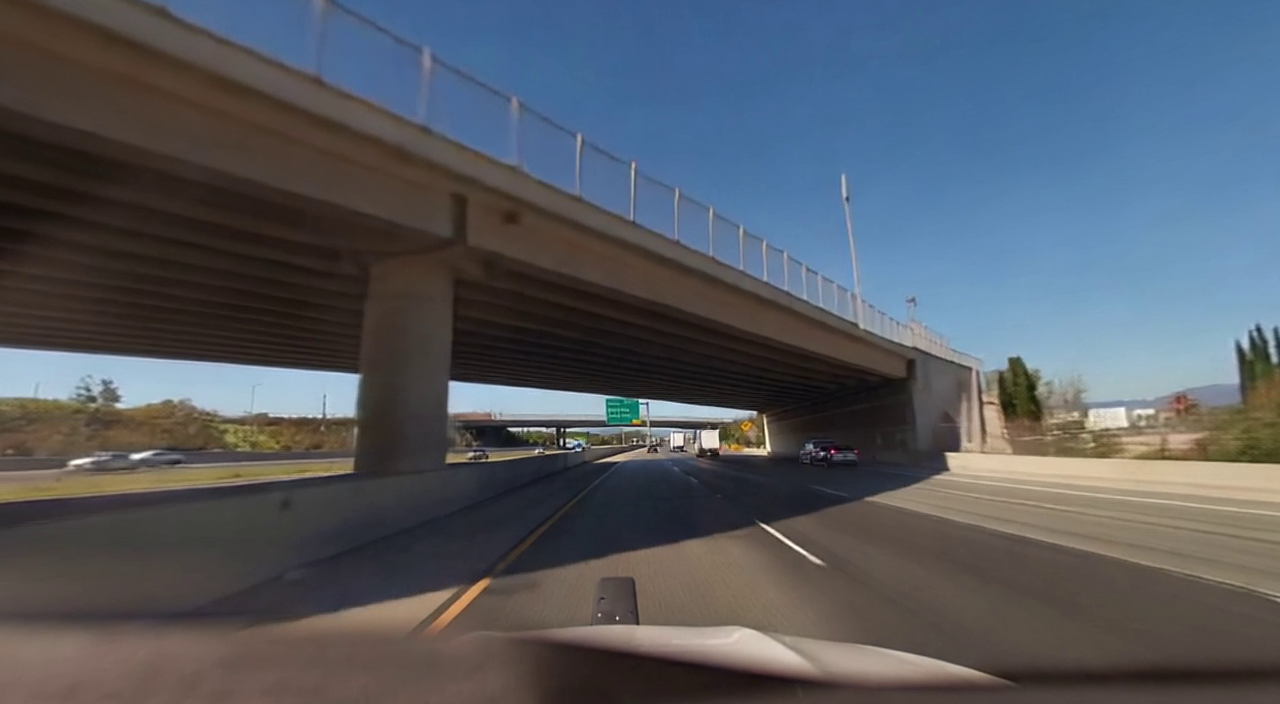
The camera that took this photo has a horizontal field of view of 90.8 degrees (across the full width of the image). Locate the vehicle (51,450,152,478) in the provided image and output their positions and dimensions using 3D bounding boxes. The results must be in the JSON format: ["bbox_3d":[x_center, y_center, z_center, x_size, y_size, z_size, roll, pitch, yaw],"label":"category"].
[{"bbox_3d":[-37.662,7.810,44.468,2.108,1.819,5.658,0,-9,0],"label":"vehicle"}]

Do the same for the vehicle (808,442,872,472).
[{"bbox_3d":[11.284,5.939,35.980,2.229,1.599,4.253,0,-9,-1],"label":"vehicle"}]
